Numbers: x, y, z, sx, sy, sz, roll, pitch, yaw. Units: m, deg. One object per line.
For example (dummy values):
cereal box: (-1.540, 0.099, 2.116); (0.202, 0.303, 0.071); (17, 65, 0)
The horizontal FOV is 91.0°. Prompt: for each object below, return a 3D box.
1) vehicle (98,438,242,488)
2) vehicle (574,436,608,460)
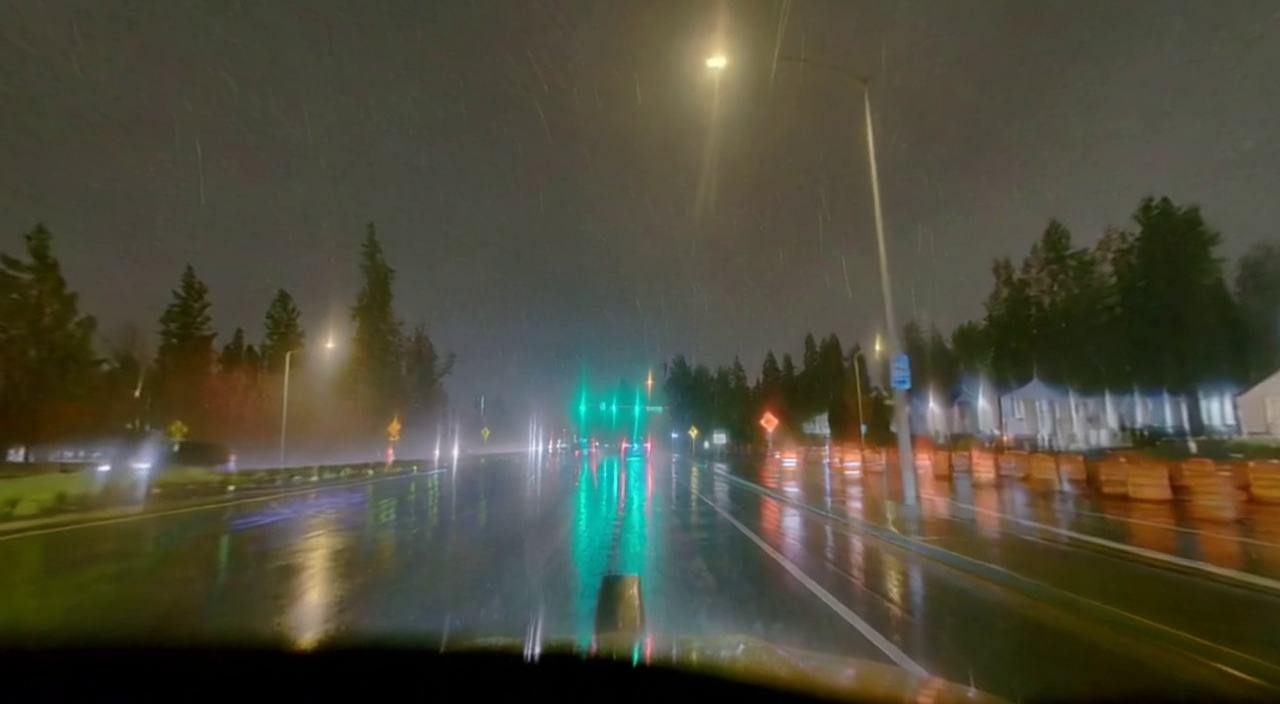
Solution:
vehicle: (-17.550, 4.137, 23.855); (1.986, 1.711, 4.379); (0, -9, 1)
vehicle: (-3.645, 7.279, 47.765); (2.198, 1.663, 4.519); (0, -8, 0)
